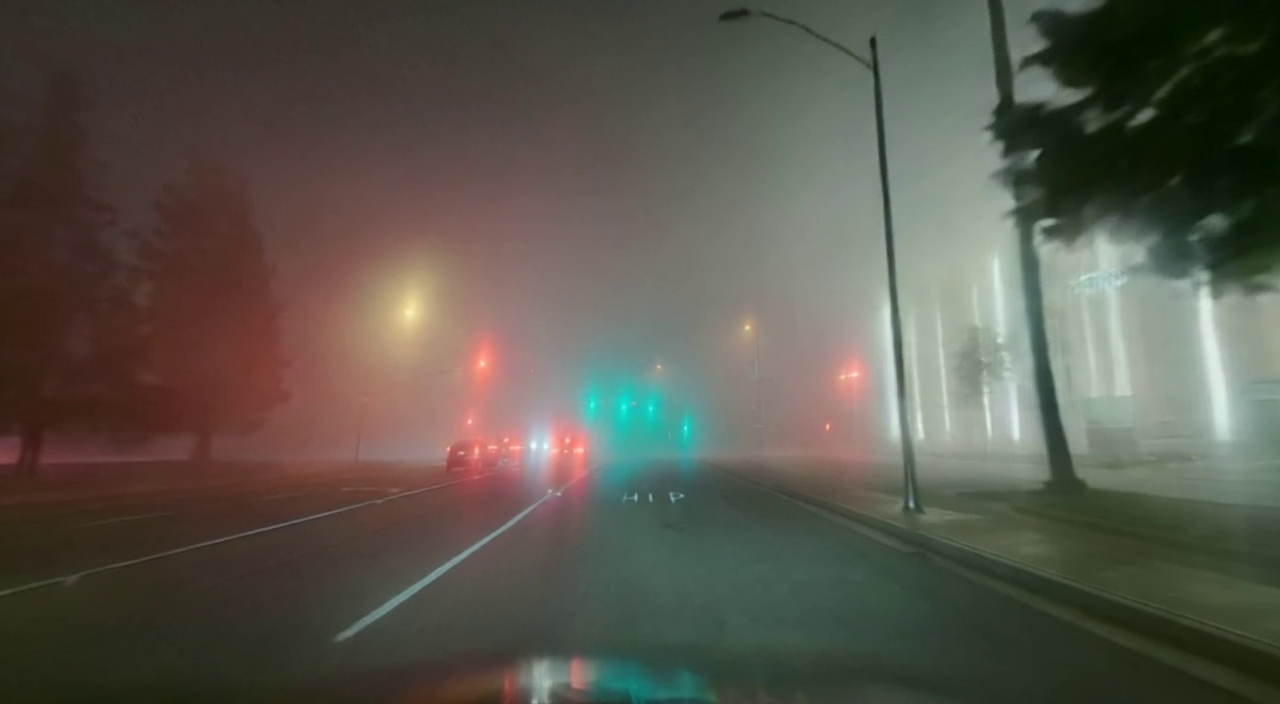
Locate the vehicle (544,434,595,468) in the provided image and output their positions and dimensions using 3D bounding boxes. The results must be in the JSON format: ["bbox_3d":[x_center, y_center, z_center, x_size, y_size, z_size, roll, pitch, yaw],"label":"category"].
[{"bbox_3d":[-3.628,5.176,32.934,2.043,1.636,4.320,0,-8,2],"label":"vehicle"}]

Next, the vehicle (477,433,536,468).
[{"bbox_3d":[-7.470,5.582,35.762,2.152,1.813,4.751,0,-8,2],"label":"vehicle"}]

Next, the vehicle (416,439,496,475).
[{"bbox_3d":[-7.938,4.571,27.548,2.030,1.440,4.464,0,-8,2],"label":"vehicle"}]
